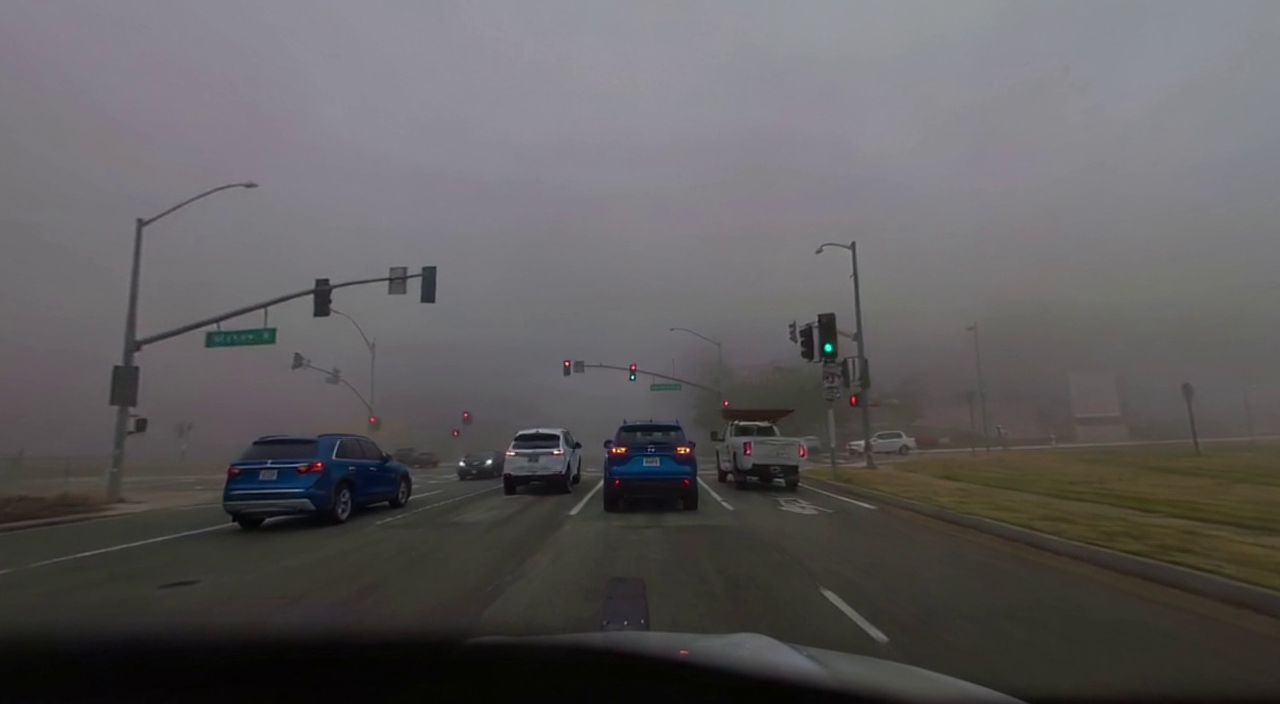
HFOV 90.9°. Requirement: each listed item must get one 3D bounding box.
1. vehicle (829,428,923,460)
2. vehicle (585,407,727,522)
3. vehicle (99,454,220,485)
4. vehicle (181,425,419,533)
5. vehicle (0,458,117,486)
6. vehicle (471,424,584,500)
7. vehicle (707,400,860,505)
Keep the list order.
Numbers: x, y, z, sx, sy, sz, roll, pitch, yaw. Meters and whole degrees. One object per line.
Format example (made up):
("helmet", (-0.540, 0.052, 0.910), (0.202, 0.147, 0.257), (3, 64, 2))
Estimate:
("vehicle", (14.431, 5.630, 38.744), (4.983, 1.560, 1.841), (-4, -8, 0))
("vehicle", (0.231, 2.091, 12.116), (2.235, 1.778, 4.178), (0, -9, 0))
("vehicle", (-23.970, 5.870, 31.589), (4.383, 1.456, 1.999), (0, -9, -1))
("vehicle", (-6.113, 2.319, 12.131), (2.052, 1.664, 4.476), (0, -8, 0))
("vehicle", (-32.039, 6.617, 34.816), (4.554, 1.449, 1.949), (0, -8, 0))
("vehicle", (-2.704, 2.780, 16.296), (2.058, 1.659, 4.514), (0, -8, 0))
("vehicle", (3.159, 2.422, 15.421), (2.338, 2.063, 5.672), (0, -9, 0))
